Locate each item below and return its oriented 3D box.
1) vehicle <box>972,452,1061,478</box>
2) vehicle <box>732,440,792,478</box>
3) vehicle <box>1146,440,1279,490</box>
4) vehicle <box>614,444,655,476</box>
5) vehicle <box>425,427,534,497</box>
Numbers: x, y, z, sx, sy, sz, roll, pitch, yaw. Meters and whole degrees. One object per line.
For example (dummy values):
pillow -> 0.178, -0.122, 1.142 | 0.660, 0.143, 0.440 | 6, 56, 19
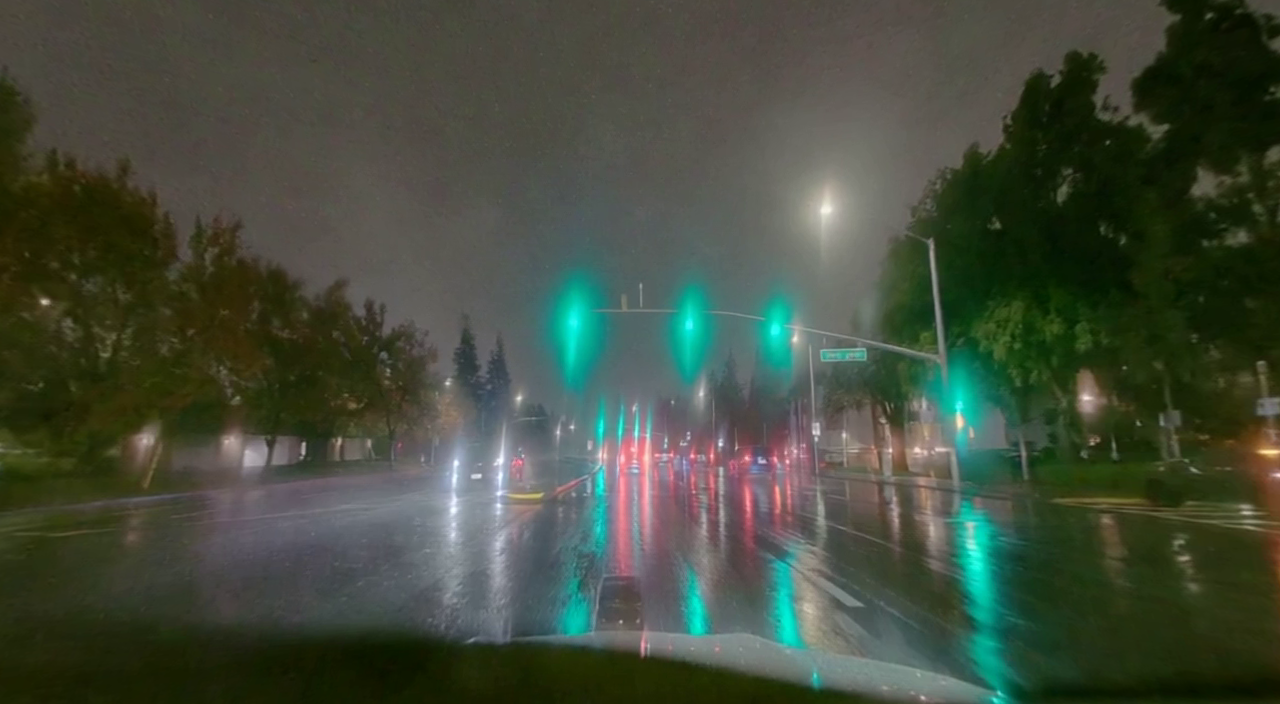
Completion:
vehicle -> 26.171, 7.855, 44.028 | 4.843, 1.628, 2.063 | -1, -9, -3
vehicle -> 6.621, 5.875, 34.930 | 2.052, 1.886, 5.297 | 0, -9, -2
vehicle -> 27.608, 5.246, 29.596 | 5.935, 2.122, 2.004 | -1, -10, -2
vehicle -> -0.362, 5.952, 35.153 | 2.101, 1.641, 4.341 | 0, -9, -2
vehicle -> -5.232, 3.736, 21.623 | 2.145, 2.041, 6.064 | 0, -9, 0
